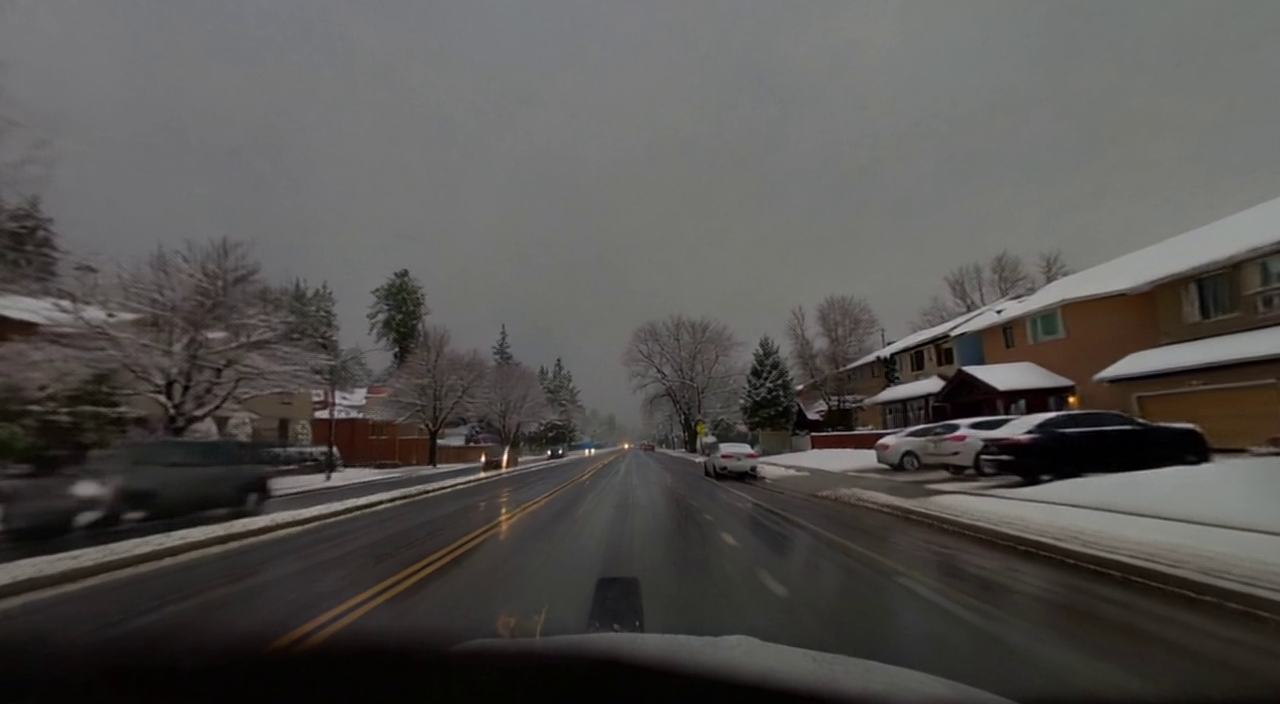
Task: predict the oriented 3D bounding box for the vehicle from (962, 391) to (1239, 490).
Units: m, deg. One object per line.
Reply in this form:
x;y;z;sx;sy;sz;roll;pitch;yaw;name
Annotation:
10.760;2.113;15.015;4.964;1.739;2.184;-4;-10;-8;vehicle

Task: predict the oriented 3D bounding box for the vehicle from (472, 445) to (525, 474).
-8.297;6.312;37.430;2.005;1.589;4.648;0;-8;1;vehicle

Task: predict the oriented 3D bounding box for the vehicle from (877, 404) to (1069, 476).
10.225;2.776;19.802;4.578;2.084;2.428;-1;-8;2;vehicle

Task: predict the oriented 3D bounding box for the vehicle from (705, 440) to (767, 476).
4.227;4.735;28.526;2.011;1.458;4.633;0;-8;-1;vehicle

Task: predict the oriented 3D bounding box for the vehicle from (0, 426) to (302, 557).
-8.560;2.369;11.546;2.146;1.869;4.654;0;-8;0;vehicle

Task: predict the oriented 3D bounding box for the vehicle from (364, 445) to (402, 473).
-18.789;7.810;46.450;2.141;1.797;5.403;3;-8;-18;vehicle
